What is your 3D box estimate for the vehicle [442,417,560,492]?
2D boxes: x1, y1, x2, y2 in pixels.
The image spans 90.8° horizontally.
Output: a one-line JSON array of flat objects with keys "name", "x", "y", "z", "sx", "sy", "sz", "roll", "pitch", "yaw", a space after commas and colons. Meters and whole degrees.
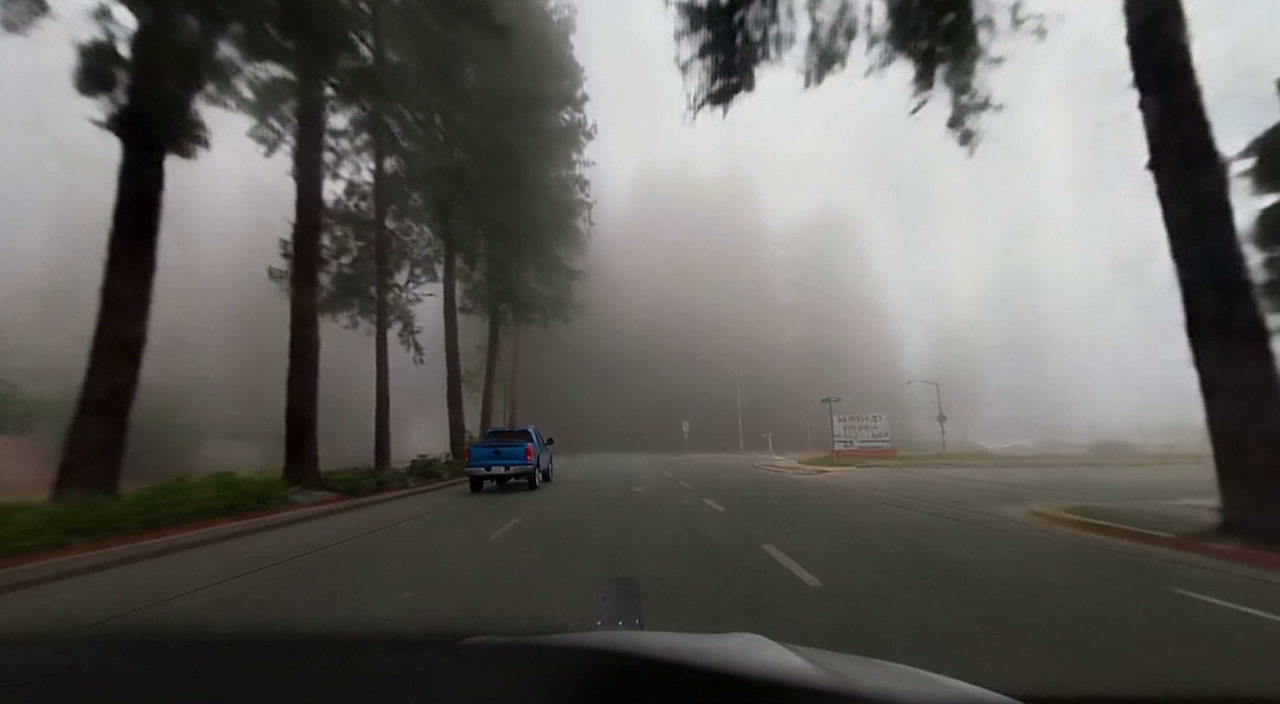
[{"name": "vehicle", "x": -3.874, "y": 3.045, "z": 19.021, "sx": 2.267, "sy": 1.849, "sz": 6.402, "roll": 0, "pitch": -8, "yaw": -2}]
